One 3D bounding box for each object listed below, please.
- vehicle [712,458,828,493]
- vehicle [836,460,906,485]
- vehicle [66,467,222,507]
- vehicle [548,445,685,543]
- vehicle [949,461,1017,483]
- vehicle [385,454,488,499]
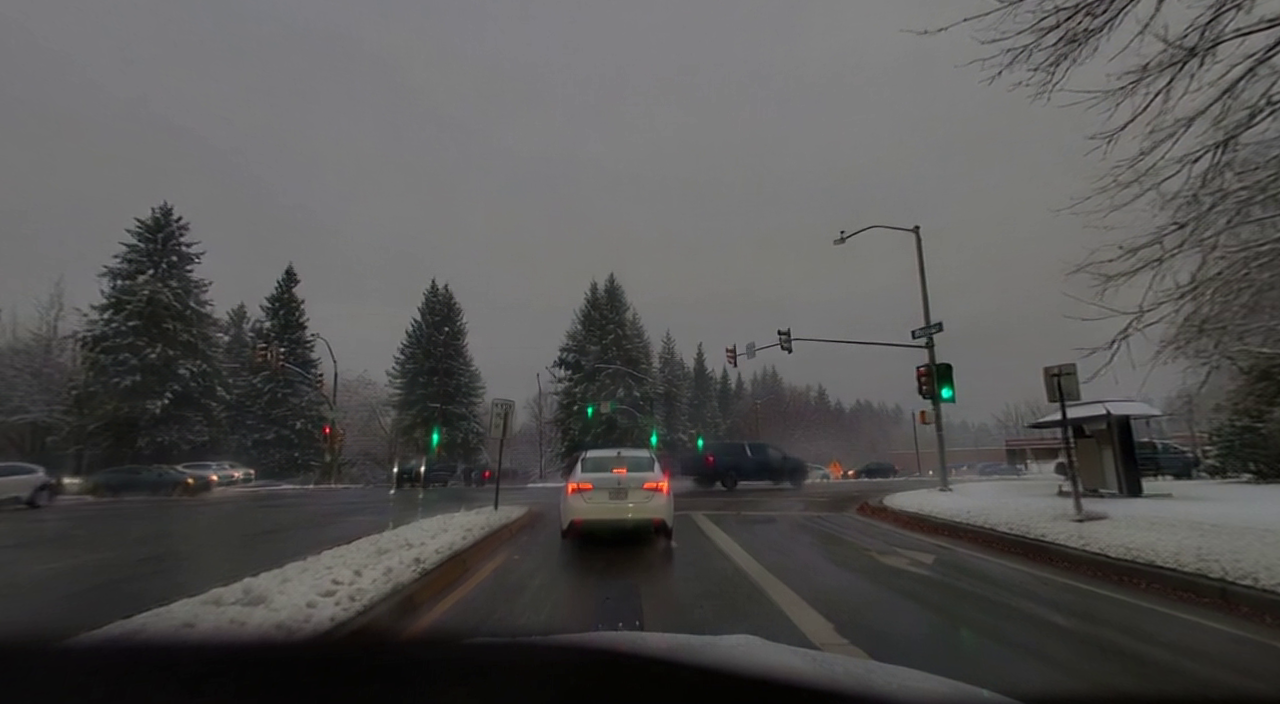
[{"bbox_3d":[5.744,5.524,28.465,4.838,1.449,2.077,0,-9,2],"label":"vehicle"},{"bbox_3d":[16.507,8.587,45.192,4.337,1.637,1.860,2,-9,-16],"label":"vehicle"},{"bbox_3d":[-20.069,5.462,25.768,4.548,1.449,1.802,2,-9,-14],"label":"vehicle"},{"bbox_3d":[-0.434,2.504,11.905,2.112,1.479,4.264,0,-9,-2],"label":"vehicle"},{"bbox_3d":[25.953,9.064,47.859,4.358,1.471,1.875,2,-9,-16],"label":"vehicle"},{"bbox_3d":[-9.209,5.541,28.484,4.355,1.789,2.175,-6,-10,35],"label":"vehicle"}]
